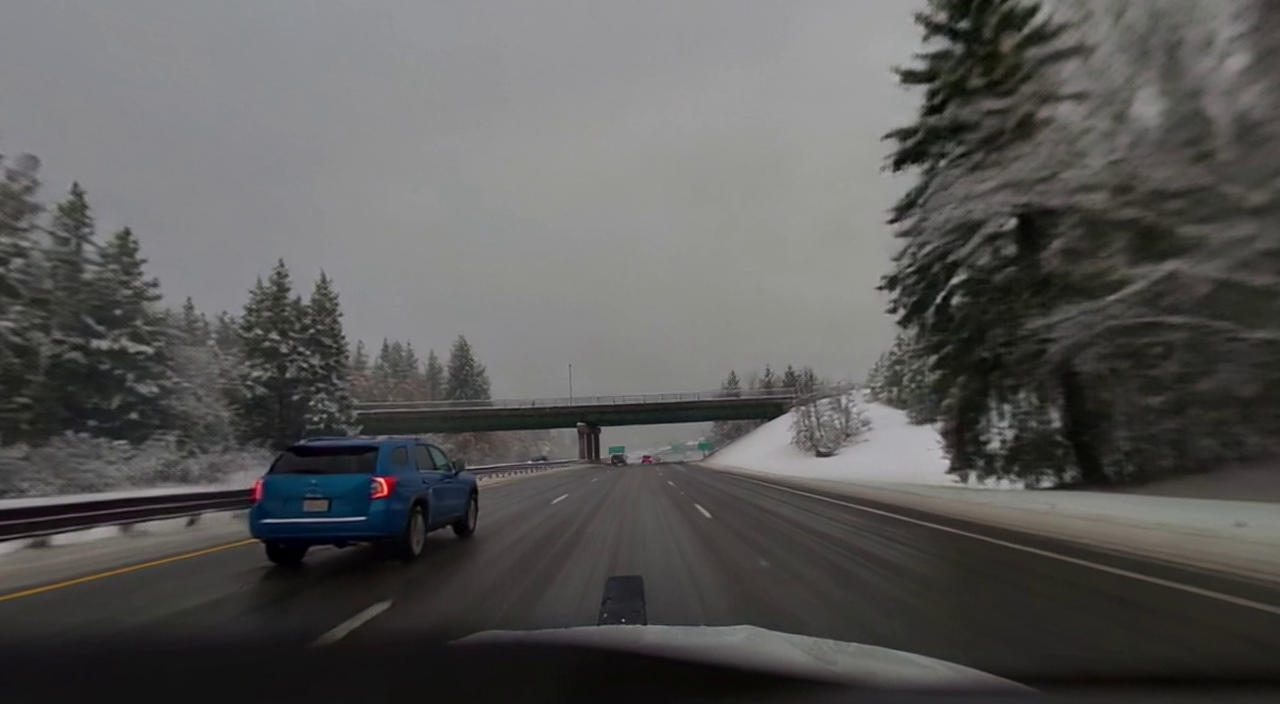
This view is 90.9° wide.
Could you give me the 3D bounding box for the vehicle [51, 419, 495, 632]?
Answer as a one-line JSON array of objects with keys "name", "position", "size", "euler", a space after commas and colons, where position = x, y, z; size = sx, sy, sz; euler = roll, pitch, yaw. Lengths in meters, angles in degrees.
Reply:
[{"name": "vehicle", "position": [-3.409, 1.727, 7.355], "size": [2.274, 1.628, 4.807], "euler": [0, -9, 0]}]
